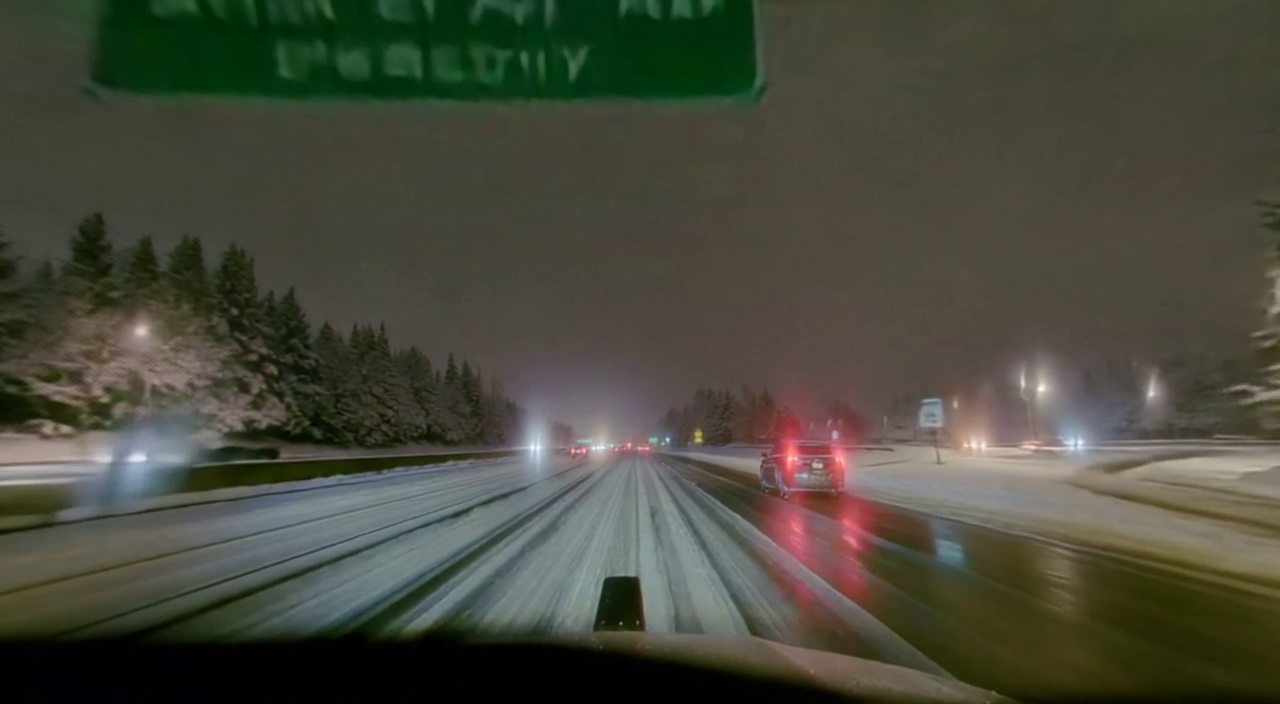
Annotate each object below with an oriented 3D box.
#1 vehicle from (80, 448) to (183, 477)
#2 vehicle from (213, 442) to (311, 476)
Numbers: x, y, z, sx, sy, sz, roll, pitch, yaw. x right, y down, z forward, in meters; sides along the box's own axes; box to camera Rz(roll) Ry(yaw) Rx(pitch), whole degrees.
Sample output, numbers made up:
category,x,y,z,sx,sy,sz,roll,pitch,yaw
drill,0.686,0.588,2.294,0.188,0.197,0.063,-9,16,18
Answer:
category,x,y,z,sx,sy,sz,roll,pitch,yaw
vehicle,-28.266,6.135,35.349,1.856,1.456,4.711,0,-8,0
vehicle,-17.377,4.915,29.310,1.763,1.449,4.432,0,-8,0
